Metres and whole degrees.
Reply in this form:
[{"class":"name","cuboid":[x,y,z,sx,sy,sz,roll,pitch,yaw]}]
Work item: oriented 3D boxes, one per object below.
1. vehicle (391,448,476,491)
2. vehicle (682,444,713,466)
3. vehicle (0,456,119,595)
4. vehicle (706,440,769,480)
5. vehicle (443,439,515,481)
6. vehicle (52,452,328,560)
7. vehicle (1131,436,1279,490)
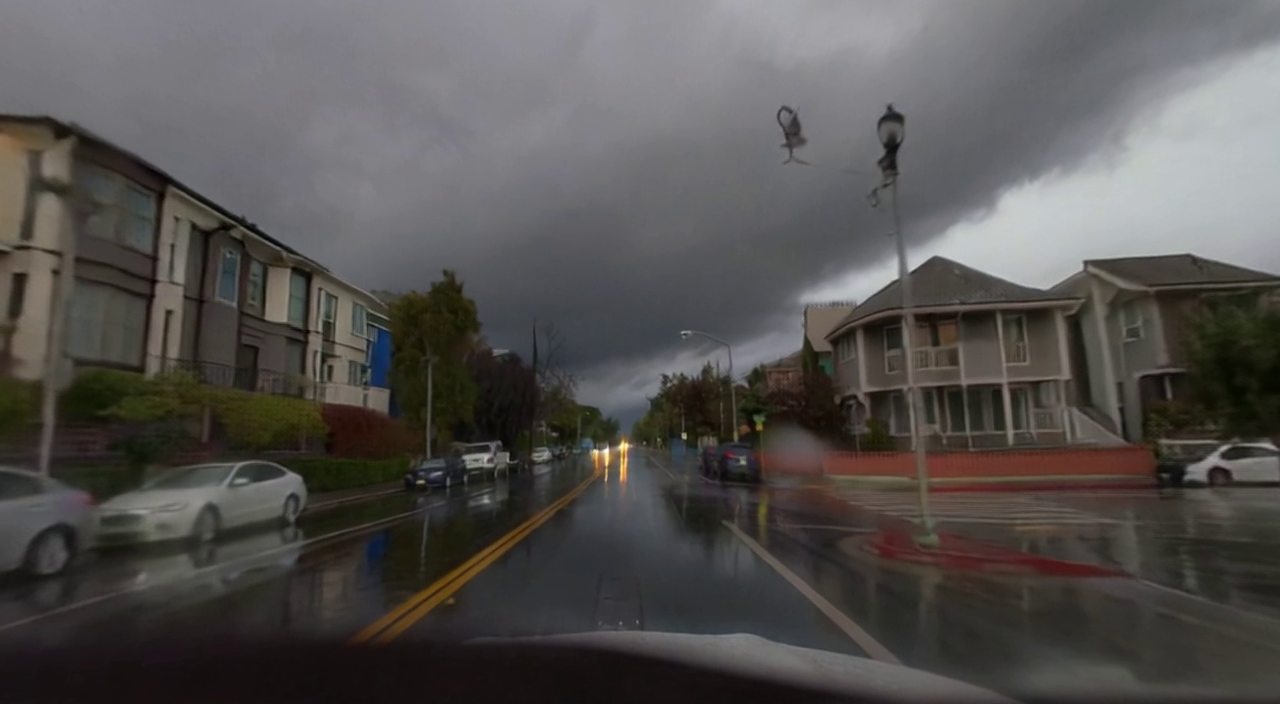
[{"class":"vehicle","cuboid":[-7.986,4.559,24.911,1.967,1.517,4.360,0,-9,-1]},{"class":"vehicle","cuboid":[4.227,7.623,47.033,1.845,1.556,3.929,0,-9,-1]},{"class":"vehicle","cuboid":[-7.992,1.815,6.131,1.970,1.480,4.616,-1,-8,-1]},{"class":"vehicle","cuboid":[4.414,4.976,29.373,2.034,1.674,4.271,0,-9,-3]},{"class":"vehicle","cuboid":[-7.738,5.261,30.898,2.283,1.853,4.903,-1,-9,-1]},{"class":"vehicle","cuboid":[-7.869,2.663,11.771,1.836,1.474,4.565,-2,-8,-1]},{"class":"vehicle","cuboid":[20.196,3.802,21.836,4.568,1.727,2.199,0,-9,-1]}]
